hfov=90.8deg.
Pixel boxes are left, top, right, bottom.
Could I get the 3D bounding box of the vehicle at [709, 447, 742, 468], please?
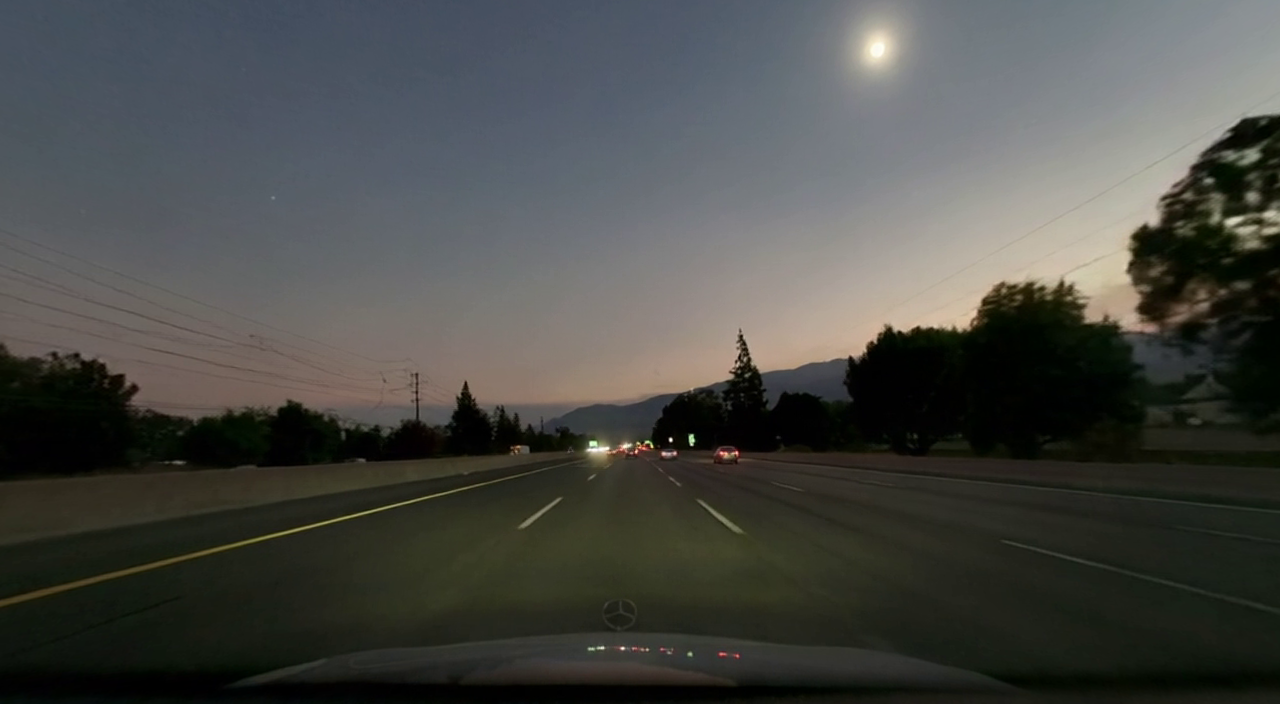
[{"bbox_3d":[6.400,7.945,47.806,1.817,1.440,4.075,0,-9,-2],"label":"vehicle"}]
